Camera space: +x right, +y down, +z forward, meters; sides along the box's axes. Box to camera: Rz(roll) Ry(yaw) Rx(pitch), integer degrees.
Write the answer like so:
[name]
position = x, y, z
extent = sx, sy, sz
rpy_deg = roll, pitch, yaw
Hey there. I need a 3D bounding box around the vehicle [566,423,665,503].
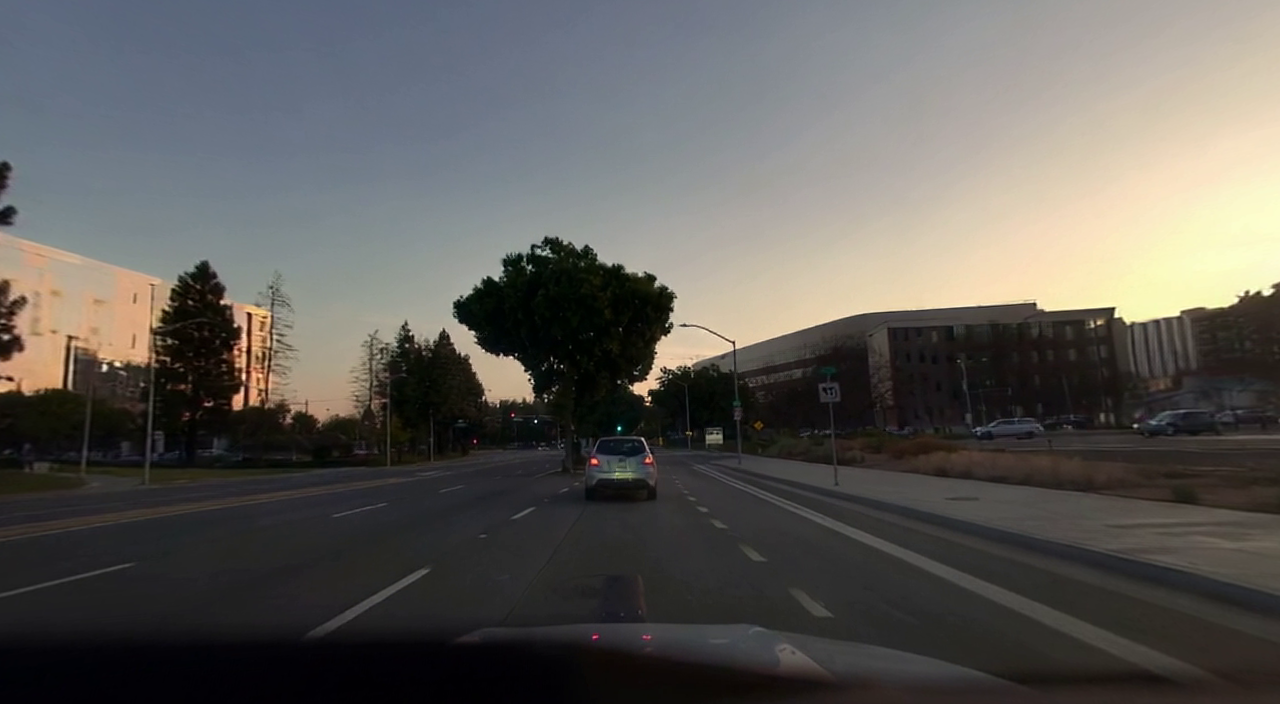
[vehicle]
position = -0.528, 2.707, 15.705
extent = 2.130, 1.711, 4.038
rpy_deg = 0, -9, 0
